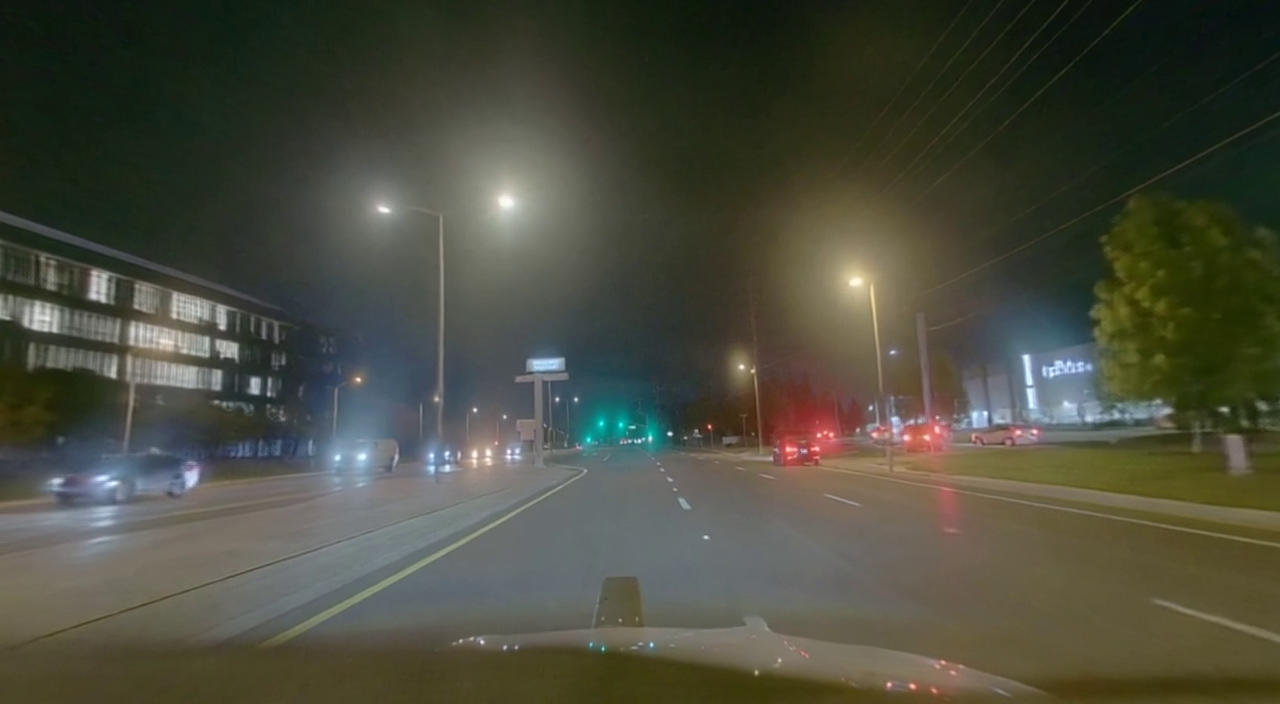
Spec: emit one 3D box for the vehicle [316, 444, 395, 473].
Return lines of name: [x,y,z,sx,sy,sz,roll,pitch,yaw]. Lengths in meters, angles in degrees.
vehicle: [-18.495,6.956,41.493,2.575,1.738,5.473,0,-8,1]

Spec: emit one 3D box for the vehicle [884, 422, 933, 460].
vehicle: [16.986,5.672,40.091,1.686,2.284,3.164,0,-9,1]

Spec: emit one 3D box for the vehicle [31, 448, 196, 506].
vehicle: [-18.514,4.358,22.578,1.980,1.732,4.498,-3,-8,1]
